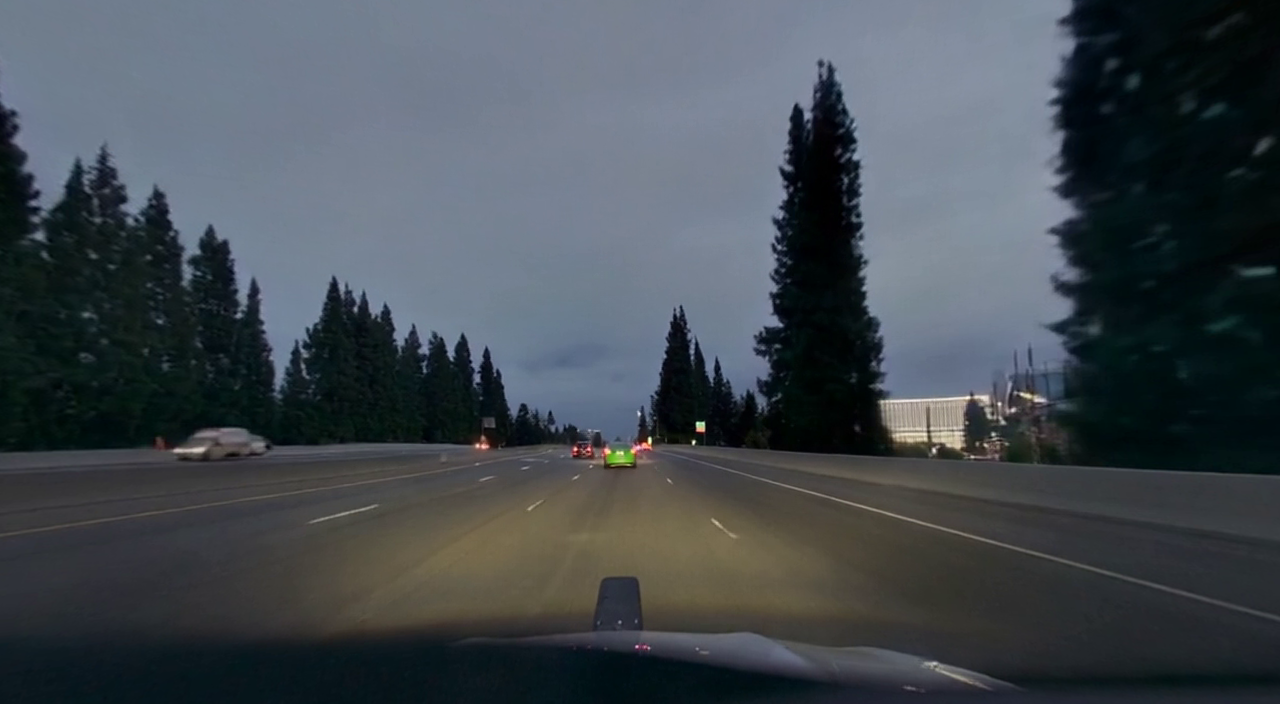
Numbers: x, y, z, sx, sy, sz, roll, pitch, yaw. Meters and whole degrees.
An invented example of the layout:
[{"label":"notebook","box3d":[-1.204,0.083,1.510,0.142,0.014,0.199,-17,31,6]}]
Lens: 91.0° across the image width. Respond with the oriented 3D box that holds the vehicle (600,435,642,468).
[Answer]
[{"label":"vehicle","box3d":[-1.116,5.837,37.070,2.302,1.810,4.707,0,-8,-1]}]
